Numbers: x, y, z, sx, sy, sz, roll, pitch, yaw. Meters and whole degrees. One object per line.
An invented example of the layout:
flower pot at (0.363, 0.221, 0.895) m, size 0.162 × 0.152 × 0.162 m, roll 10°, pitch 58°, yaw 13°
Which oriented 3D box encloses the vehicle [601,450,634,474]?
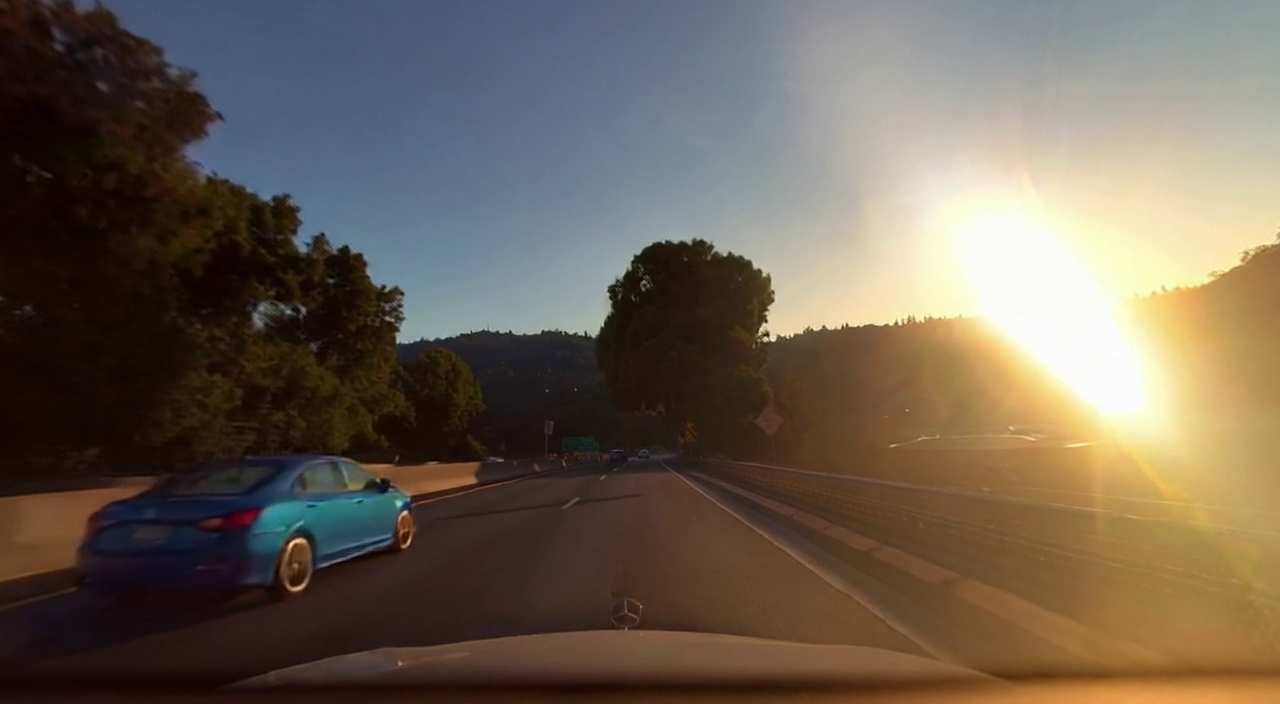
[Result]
vehicle at (-1.409, 7.259, 41.895) m, size 1.917 × 1.450 × 3.997 m, roll 0°, pitch -9°, yaw 2°

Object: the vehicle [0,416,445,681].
vehicle at (-3.543, 1.501, 5.909) m, size 2.088 × 1.586 × 4.000 m, roll 0°, pitch -9°, yaw 1°
